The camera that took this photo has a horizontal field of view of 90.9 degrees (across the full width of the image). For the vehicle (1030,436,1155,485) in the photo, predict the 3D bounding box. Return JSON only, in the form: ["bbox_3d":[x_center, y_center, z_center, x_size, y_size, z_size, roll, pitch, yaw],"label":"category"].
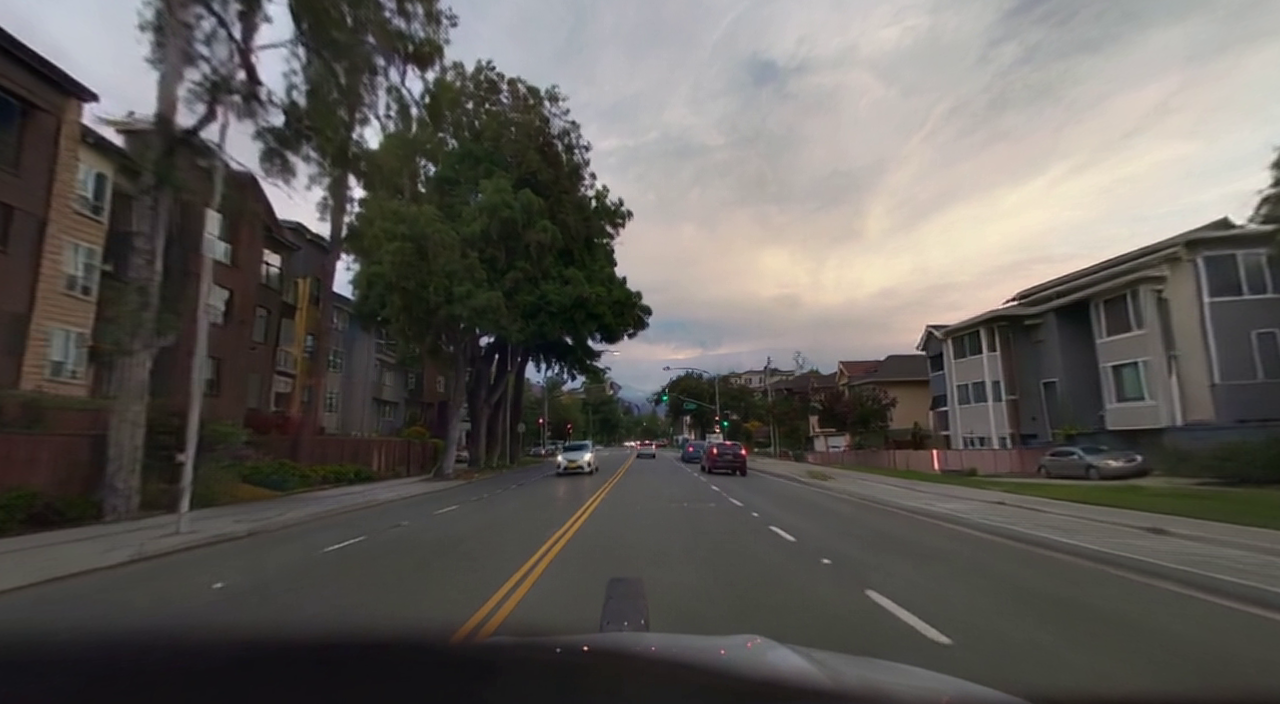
[{"bbox_3d":[17.928,4.293,25.212,1.831,1.778,3.787,1,-9,-8],"label":"vehicle"}]

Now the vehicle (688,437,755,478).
[{"bbox_3d":[3.205,4.263,25.836,2.078,1.488,4.741,0,-8,-1],"label":"vehicle"}]

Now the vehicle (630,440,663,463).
[{"bbox_3d":[0.364,6.614,42.170,2.097,1.463,4.043,0,-8,-1],"label":"vehicle"}]

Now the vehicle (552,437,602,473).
[{"bbox_3d":[-2.998,5.001,30.877,1.954,1.618,4.050,0,-8,1],"label":"vehicle"}]
